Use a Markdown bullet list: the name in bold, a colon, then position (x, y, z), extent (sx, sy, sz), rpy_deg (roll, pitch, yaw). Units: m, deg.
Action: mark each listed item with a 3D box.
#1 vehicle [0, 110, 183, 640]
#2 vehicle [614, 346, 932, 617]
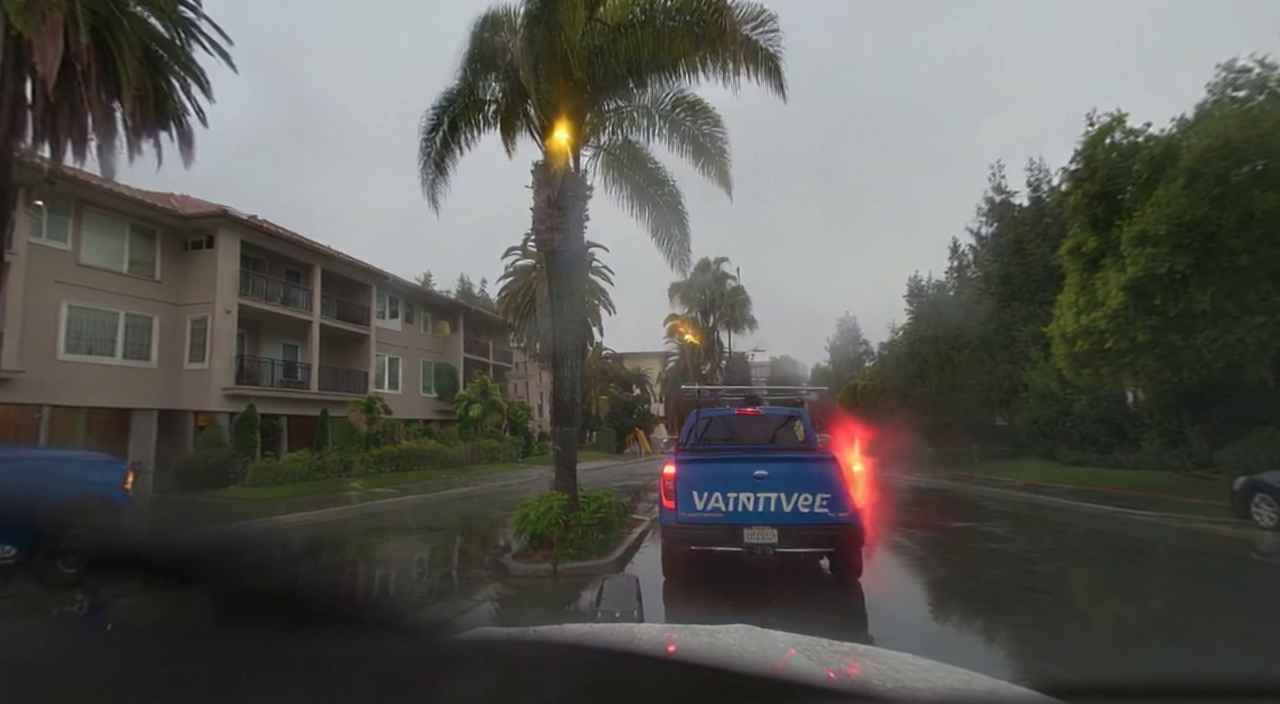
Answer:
- **vehicle**: position (-6.628, -0.411, 0.723), extent (2.998, 3.659, 10.517), rpy_deg (-2, -9, 10)
- **vehicle**: position (1.235, 1.433, 7.919), extent (2.418, 2.078, 5.866), rpy_deg (-1, -9, 5)
